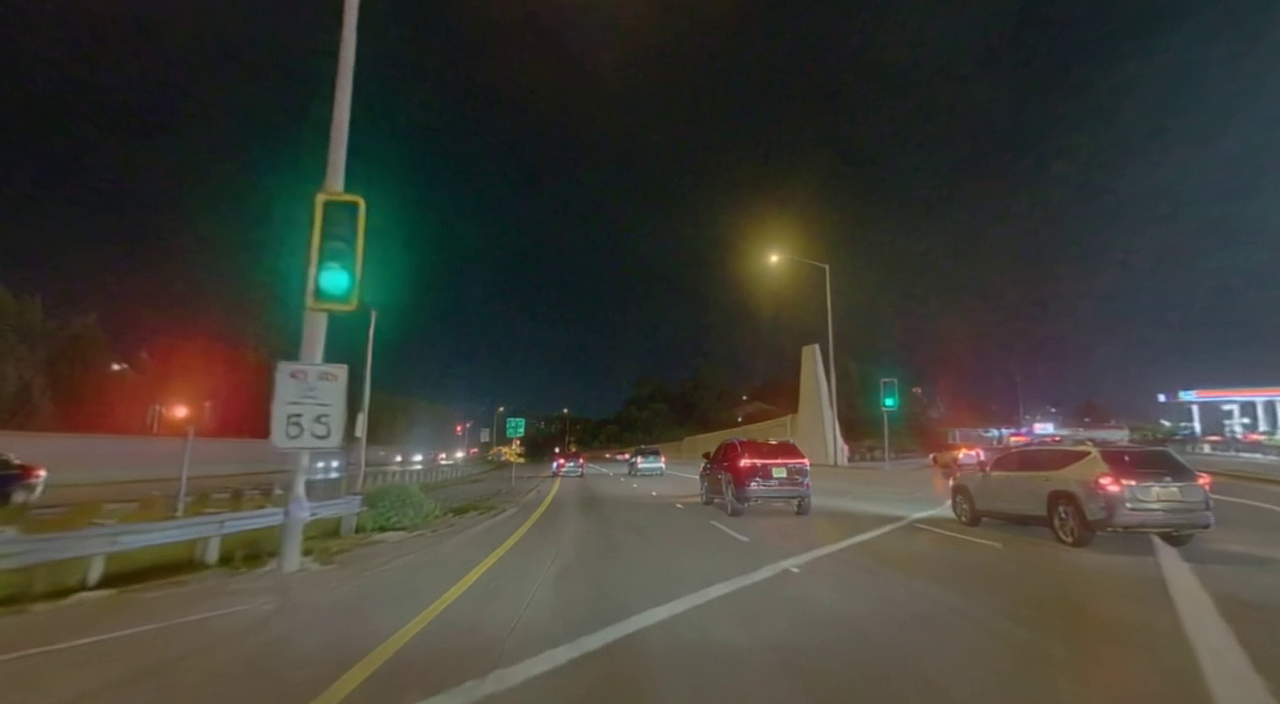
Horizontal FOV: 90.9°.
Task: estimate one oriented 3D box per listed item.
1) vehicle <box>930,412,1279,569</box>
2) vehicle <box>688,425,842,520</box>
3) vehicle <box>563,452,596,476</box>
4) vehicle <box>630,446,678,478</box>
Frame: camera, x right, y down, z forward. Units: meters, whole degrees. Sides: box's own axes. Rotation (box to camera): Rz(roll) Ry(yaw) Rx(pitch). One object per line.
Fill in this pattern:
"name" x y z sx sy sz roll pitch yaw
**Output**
"vehicle" 6.077 1.756 8.737 1.881 1.604 4.289 1 -8 -3
"vehicle" 2.586 2.654 14.464 2.184 1.777 4.712 1 -8 -5
"vehicle" -4.105 7.564 42.757 2.107 1.527 4.174 1 -8 -5
"vehicle" 0.669 5.873 33.993 2.012 1.612 4.114 1 -8 -7
